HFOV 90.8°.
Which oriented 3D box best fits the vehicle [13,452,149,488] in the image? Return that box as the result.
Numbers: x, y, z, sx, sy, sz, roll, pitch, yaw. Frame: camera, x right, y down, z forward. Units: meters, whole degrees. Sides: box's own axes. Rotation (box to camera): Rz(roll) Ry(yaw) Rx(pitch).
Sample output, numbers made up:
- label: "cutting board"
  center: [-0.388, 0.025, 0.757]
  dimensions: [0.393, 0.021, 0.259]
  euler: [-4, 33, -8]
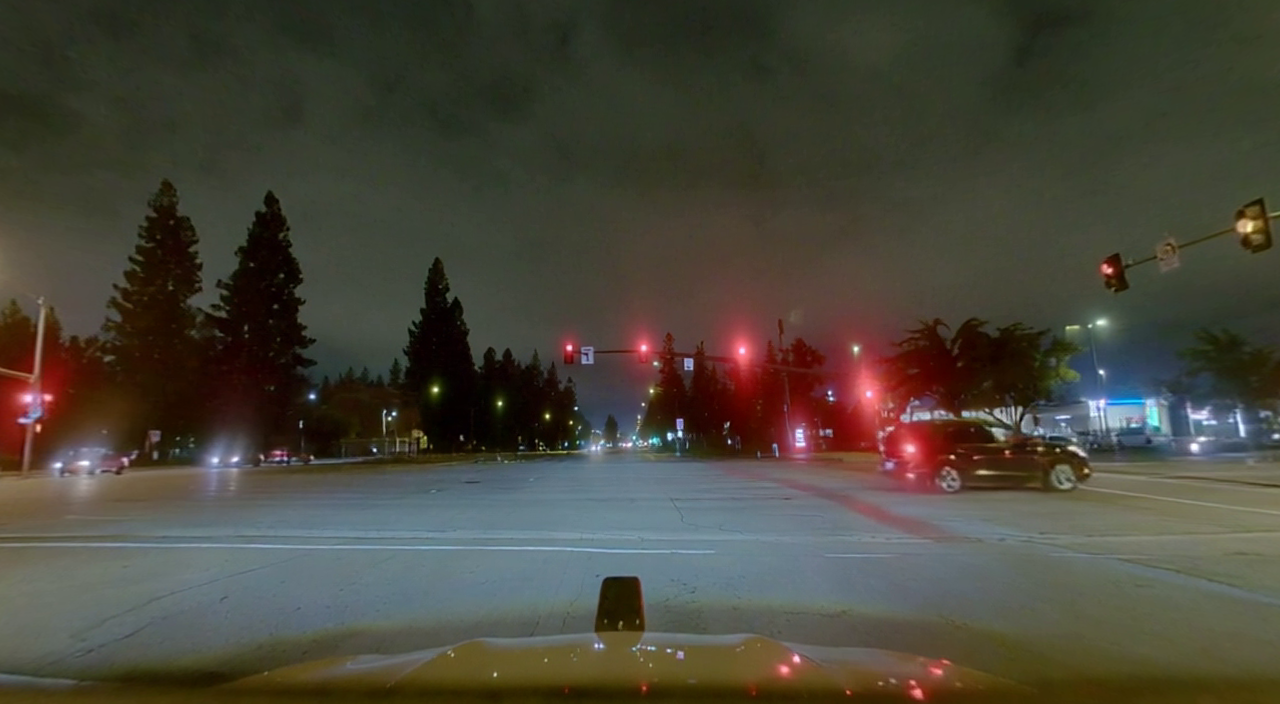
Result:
- label: "vehicle"
  center: [-28.202, 5.924, 32.101]
  dimensions: [2.135, 1.637, 4.582]
  euler: [-3, -9, 19]

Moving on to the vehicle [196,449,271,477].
- label: "vehicle"
  center: [-26.372, 7.168, 41.167]
  dimensions: [1.889, 1.662, 4.319]
  euler: [0, -9, 1]

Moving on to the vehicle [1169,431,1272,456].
- label: "vehicle"
  center: [35.957, 5.688, 39.297]
  dimensions: [2.135, 1.467, 4.532]
  euler: [0, -9, 1]

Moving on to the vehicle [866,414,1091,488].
- label: "vehicle"
  center: [9.642, 2.898, 18.583]
  dimensions: [5.310, 1.972, 2.223]
  euler: [-2, -9, 11]
